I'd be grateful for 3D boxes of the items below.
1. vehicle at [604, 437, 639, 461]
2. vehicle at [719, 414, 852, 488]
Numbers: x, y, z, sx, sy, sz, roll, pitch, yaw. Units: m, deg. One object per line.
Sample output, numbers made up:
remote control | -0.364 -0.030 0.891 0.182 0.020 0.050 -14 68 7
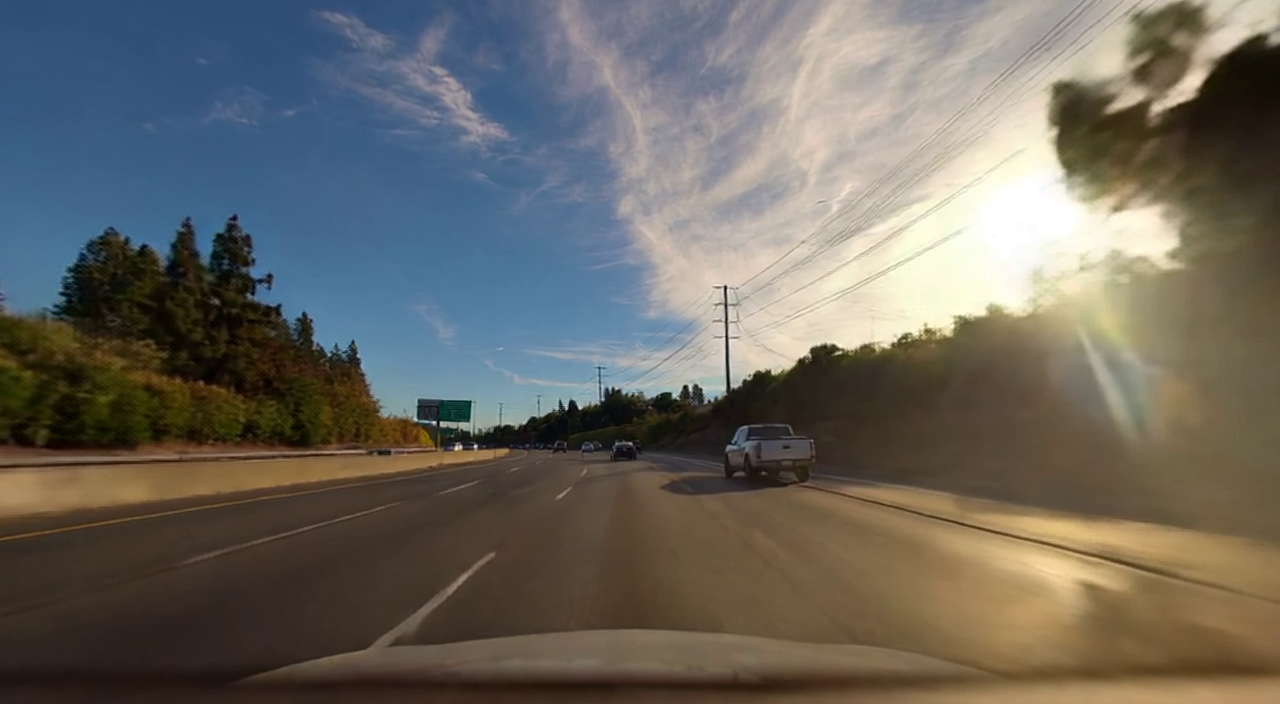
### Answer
vehicle | -1.443 7.406 48.233 2.188 1.714 3.921 1 -8 -9
vehicle | 4.404 3.168 20.515 2.504 2.033 5.979 0 -8 -4
